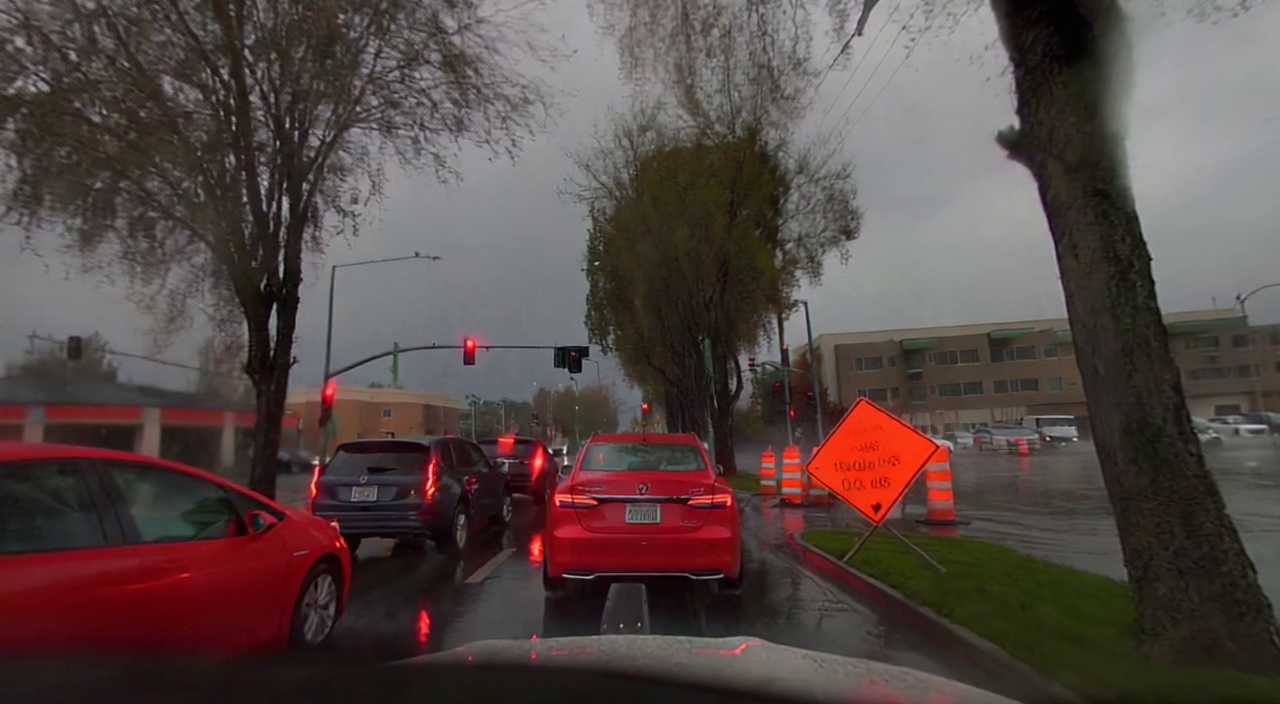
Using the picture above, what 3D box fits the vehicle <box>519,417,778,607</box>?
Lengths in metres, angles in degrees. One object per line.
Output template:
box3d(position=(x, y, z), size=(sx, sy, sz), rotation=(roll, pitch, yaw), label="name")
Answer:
box3d(position=(0.112, 1.626, 7.209), size=(2.167, 1.560, 3.676), rotation=(0, -9, 1), label="vehicle")

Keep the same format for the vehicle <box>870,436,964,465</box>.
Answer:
box3d(position=(17.691, 6.329, 40.384), size=(5.002, 1.768, 2.065), rotation=(0, -9, 2), label="vehicle")

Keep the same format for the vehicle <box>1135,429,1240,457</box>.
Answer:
box3d(position=(35.351, 5.893, 40.751), size=(4.827, 1.729, 1.986), rotation=(0, -9, 1), label="vehicle")

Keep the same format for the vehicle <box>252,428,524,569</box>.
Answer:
box3d(position=(-3.271, 2.001, 9.447), size=(1.989, 1.541, 4.626), rotation=(0, -9, 2), label="vehicle")

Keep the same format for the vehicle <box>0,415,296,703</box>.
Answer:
box3d(position=(-3.584, 0.946, 2.154), size=(2.064, 1.497, 4.722), rotation=(0, -9, 1), label="vehicle")
